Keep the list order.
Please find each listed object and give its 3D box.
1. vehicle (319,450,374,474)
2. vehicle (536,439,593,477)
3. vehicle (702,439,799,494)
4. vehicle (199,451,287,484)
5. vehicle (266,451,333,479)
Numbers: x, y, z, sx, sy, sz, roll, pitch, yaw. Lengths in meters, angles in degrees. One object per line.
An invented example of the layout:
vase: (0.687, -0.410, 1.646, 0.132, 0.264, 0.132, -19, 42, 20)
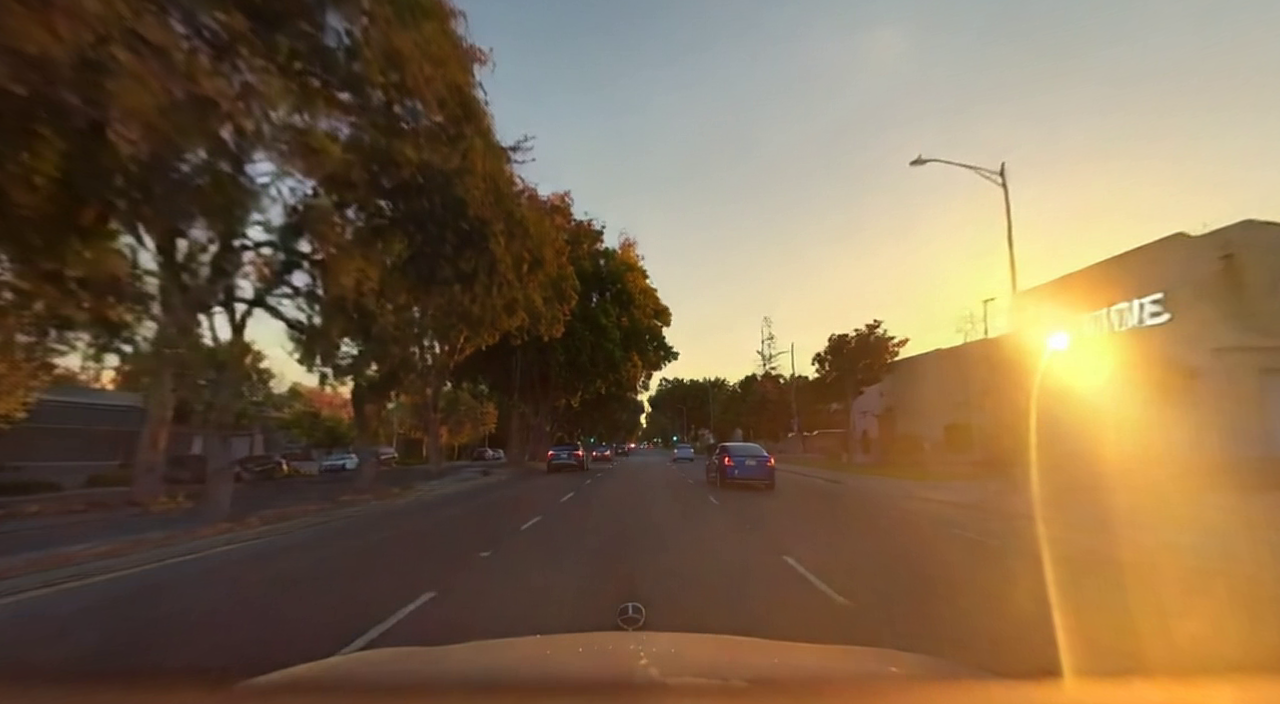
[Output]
vehicle: (-22.266, 8.360, 48.003, 1.887, 1.669, 4.753, 0, -8, 1)
vehicle: (-3.409, 4.888, 29.332, 2.113, 1.626, 4.129, 0, -8, 1)
vehicle: (3.173, 3.391, 19.103, 2.083, 1.474, 4.360, 0, -8, -1)
vehicle: (-22.511, 6.549, 35.958, 1.918, 1.698, 4.581, 0, -8, 1)
vehicle: (-22.372, 7.424, 41.622, 1.794, 1.664, 4.582, 0, -8, 1)
